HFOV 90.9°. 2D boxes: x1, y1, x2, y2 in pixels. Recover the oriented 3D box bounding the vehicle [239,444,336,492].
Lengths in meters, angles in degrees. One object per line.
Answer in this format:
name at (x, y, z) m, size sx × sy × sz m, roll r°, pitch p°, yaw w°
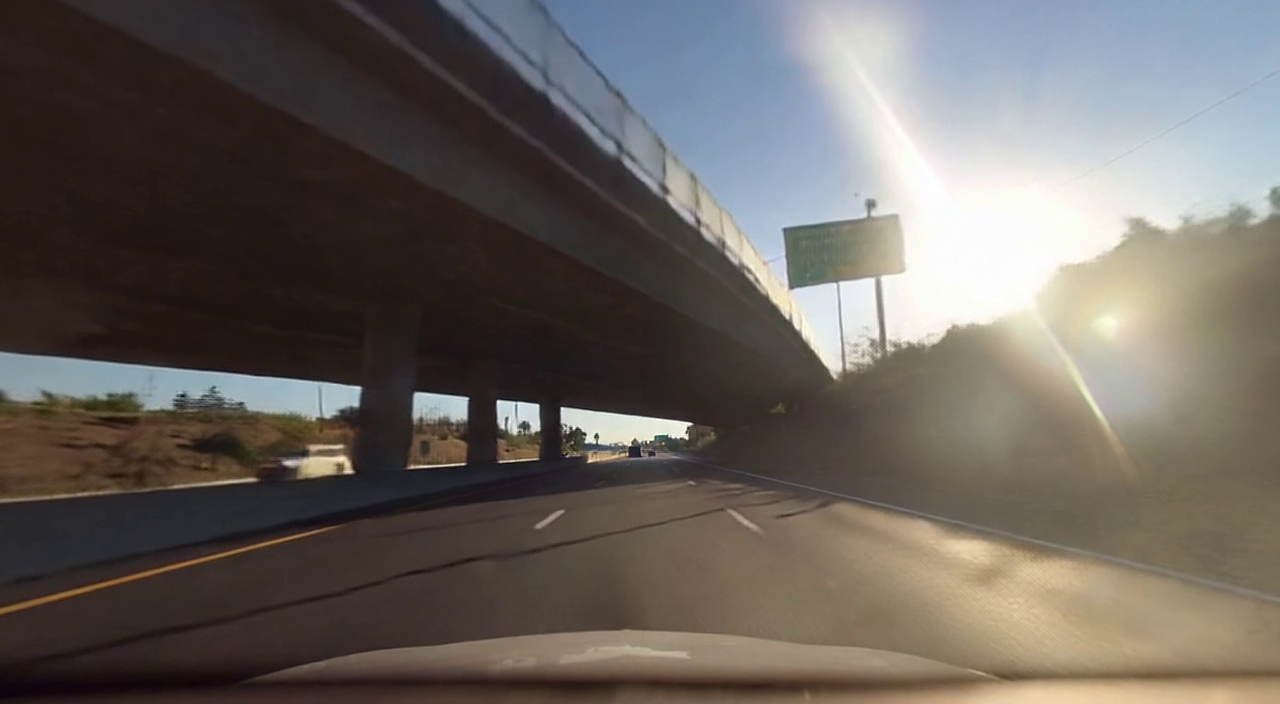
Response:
vehicle at (-18.631, 6.112, 33.655) m, size 2.135 × 2.308 × 5.136 m, roll 0°, pitch -9°, yaw 0°
